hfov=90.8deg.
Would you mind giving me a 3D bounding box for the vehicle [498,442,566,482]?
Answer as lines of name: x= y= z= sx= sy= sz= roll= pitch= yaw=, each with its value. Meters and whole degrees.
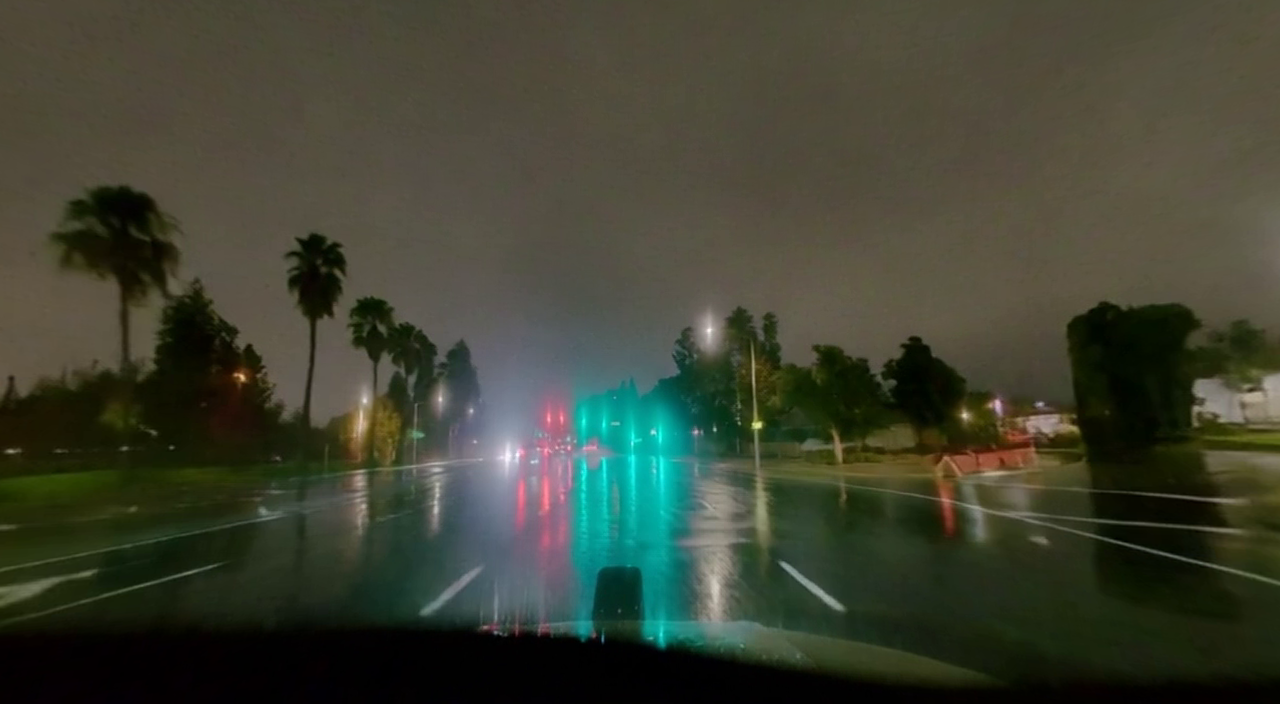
vehicle: x=-4.289 y=4.454 z=25.885 sx=2.108 sy=1.475 sz=4.555 roll=0 pitch=-8 yaw=-2
